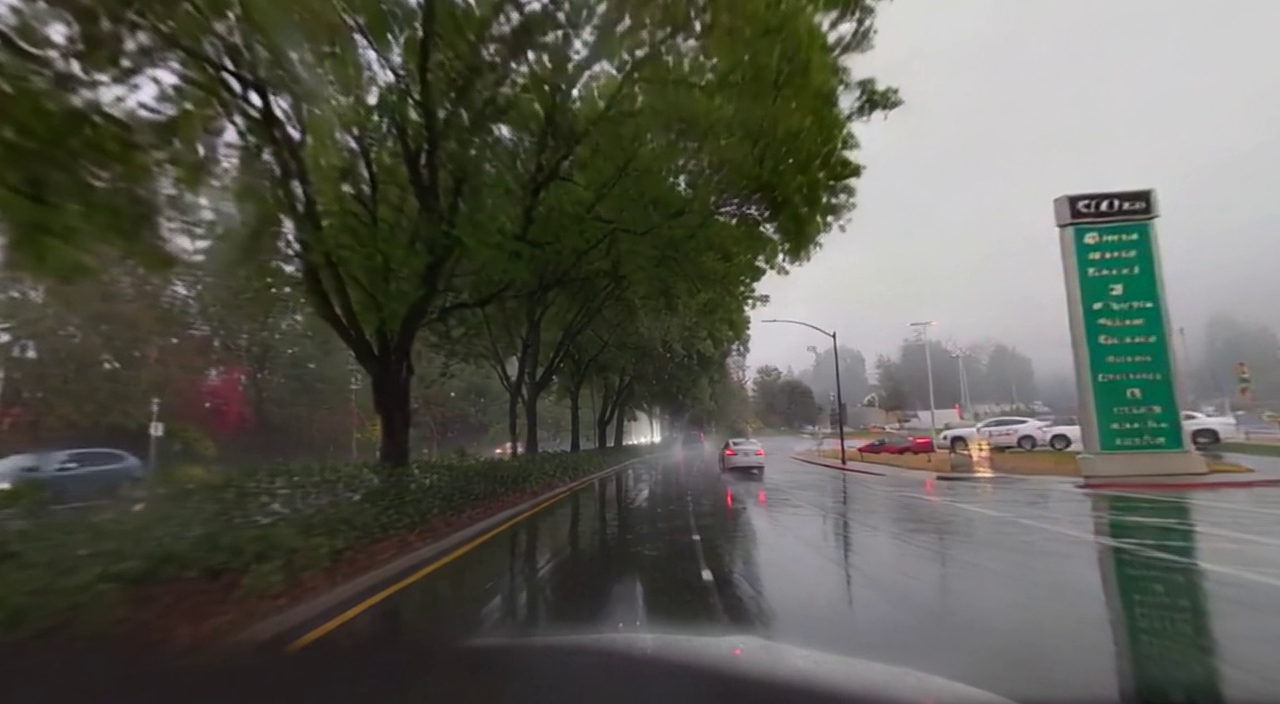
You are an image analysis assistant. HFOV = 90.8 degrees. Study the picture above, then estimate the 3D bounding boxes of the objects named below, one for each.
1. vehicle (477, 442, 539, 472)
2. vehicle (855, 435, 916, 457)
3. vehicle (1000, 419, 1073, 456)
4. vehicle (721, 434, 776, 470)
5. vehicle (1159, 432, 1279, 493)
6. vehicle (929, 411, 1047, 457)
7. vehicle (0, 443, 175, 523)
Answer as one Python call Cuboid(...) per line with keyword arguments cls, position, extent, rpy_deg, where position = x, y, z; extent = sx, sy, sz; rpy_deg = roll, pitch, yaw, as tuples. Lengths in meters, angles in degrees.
Cuboid(cls="vehicle", position=(-7.023, 5.626, 34.114), extent=(1.961, 1.468, 4.396), rpy_deg=(-1, -8, 7))
Cuboid(cls="vehicle", position=(16.786, 6.444, 43.217), extent=(3.655, 1.464, 1.759), rpy_deg=(-5, -10, 28))
Cuboid(cls="vehicle", position=(21.847, 4.764, 35.037), extent=(2.406, 1.847, 5.320), rpy_deg=(-4, -9, 22))
Cuboid(cls="vehicle", position=(4.775, 4.494, 28.539), extent=(2.132, 1.497, 4.827), rpy_deg=(-1, -8, 6))
Cuboid(cls="vehicle", position=(17.572, 3.033, 17.500), extent=(4.512, 1.561, 1.846), rpy_deg=(-7, -10, 28))
Cuboid(cls="vehicle", position=(22.141, 5.300, 40.487), extent=(6.303, 2.740, 2.215), rpy_deg=(-5, -9, 28))
Cuboid(cls="vehicle", position=(-14.316, 3.212, 16.013), extent=(1.778, 1.647, 4.072), rpy_deg=(-4, -8, 5))
